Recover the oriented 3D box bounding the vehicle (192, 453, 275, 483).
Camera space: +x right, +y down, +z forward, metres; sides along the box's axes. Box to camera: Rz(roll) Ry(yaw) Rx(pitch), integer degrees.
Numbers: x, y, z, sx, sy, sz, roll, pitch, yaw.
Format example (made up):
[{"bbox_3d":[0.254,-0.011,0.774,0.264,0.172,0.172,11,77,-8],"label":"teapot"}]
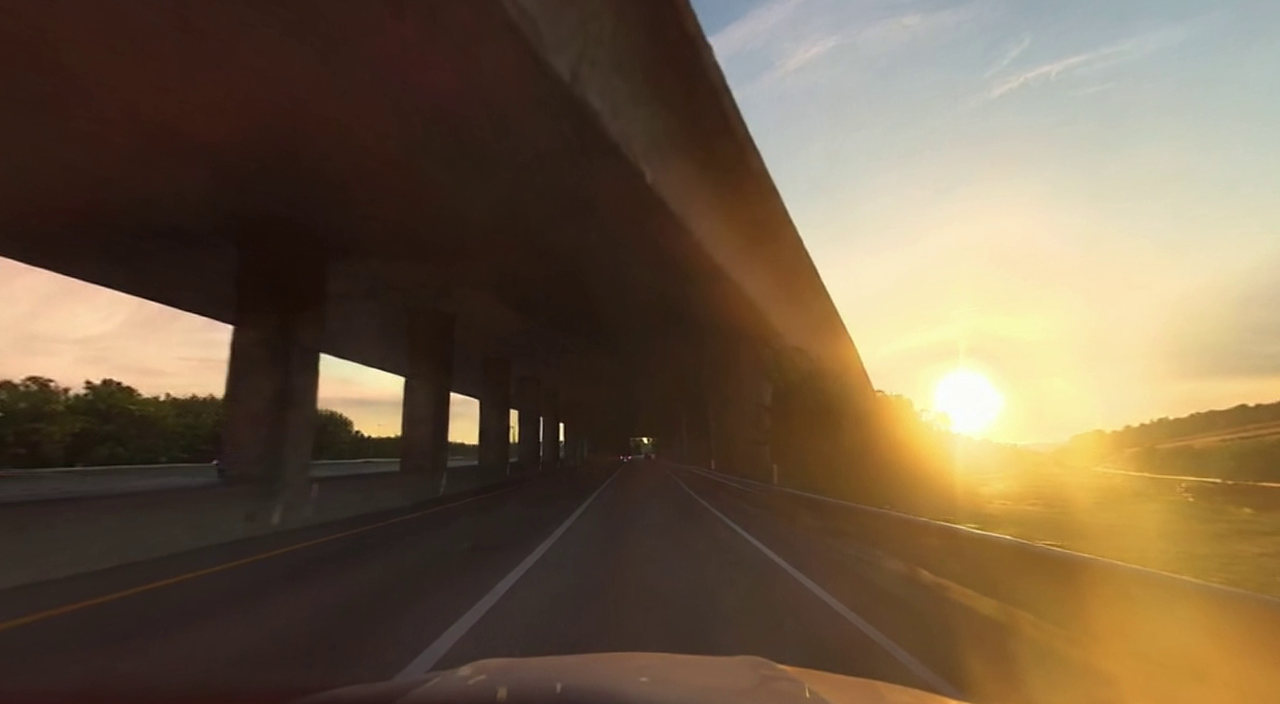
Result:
[{"bbox_3d":[-24.003,6.828,37.437,1.817,1.626,4.551,0,-9,1],"label":"vehicle"}]
